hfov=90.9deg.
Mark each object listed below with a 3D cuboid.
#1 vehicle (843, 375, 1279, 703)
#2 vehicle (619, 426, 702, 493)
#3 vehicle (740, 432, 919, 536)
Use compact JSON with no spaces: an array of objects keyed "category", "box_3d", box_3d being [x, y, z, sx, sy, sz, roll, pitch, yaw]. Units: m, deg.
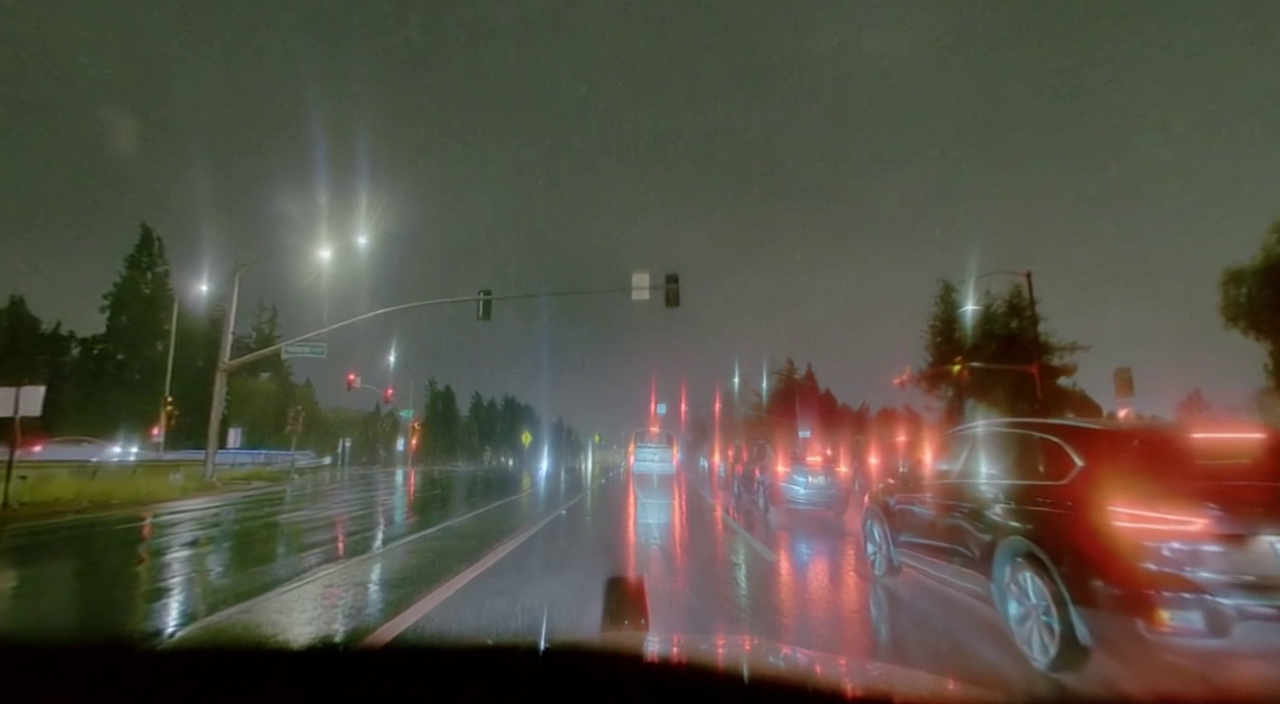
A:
[{"category":"vehicle","box_3d":[2.969,1.129,3.919,2.078,1.578,4.107,0,-8,1]},{"category":"vehicle","box_3d":[0.538,3.256,19.483,2.245,1.800,4.522,0,-8,-1]},{"category":"vehicle","box_3d":[3.096,2.201,11.363,1.956,1.477,4.285,0,-7,1]}]
